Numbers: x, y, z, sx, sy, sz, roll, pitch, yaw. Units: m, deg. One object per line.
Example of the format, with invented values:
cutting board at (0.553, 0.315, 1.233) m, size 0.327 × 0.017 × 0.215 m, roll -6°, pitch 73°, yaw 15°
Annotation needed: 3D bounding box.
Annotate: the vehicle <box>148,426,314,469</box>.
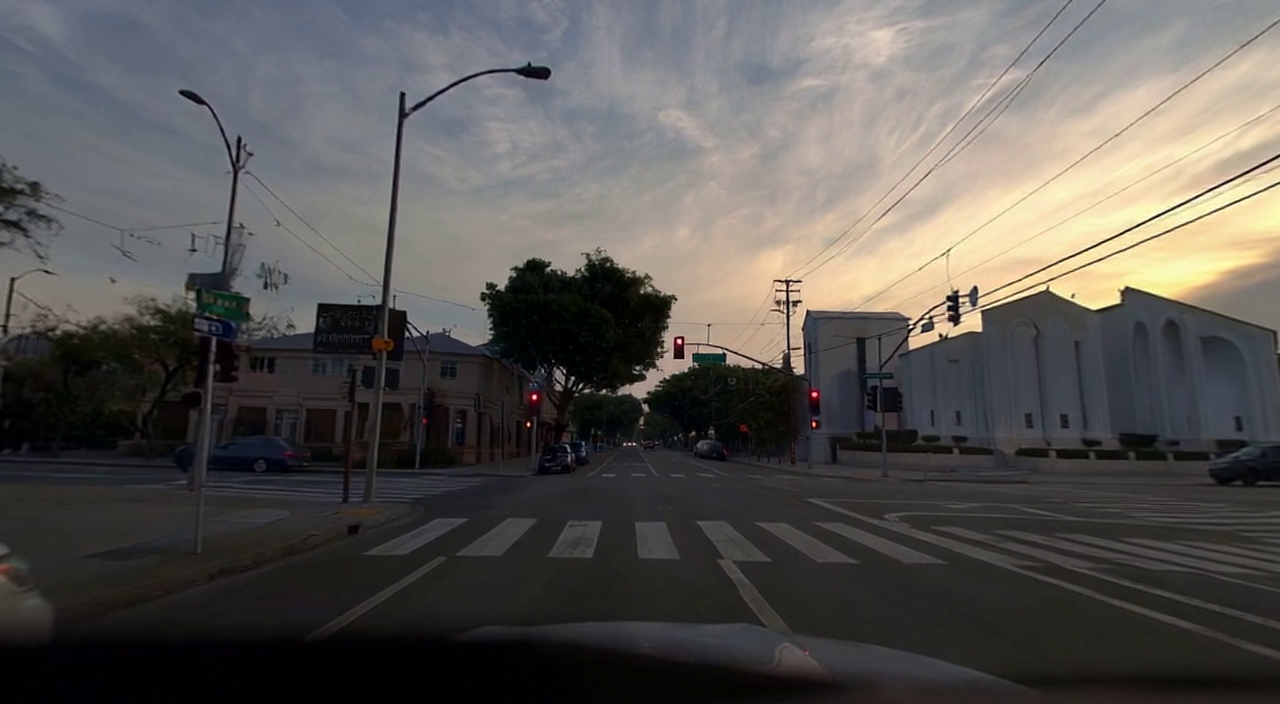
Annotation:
vehicle at (-14.932, 3.526, 23.284) m, size 4.718 × 1.497 × 2.032 m, roll 0°, pitch -9°, yaw 2°
